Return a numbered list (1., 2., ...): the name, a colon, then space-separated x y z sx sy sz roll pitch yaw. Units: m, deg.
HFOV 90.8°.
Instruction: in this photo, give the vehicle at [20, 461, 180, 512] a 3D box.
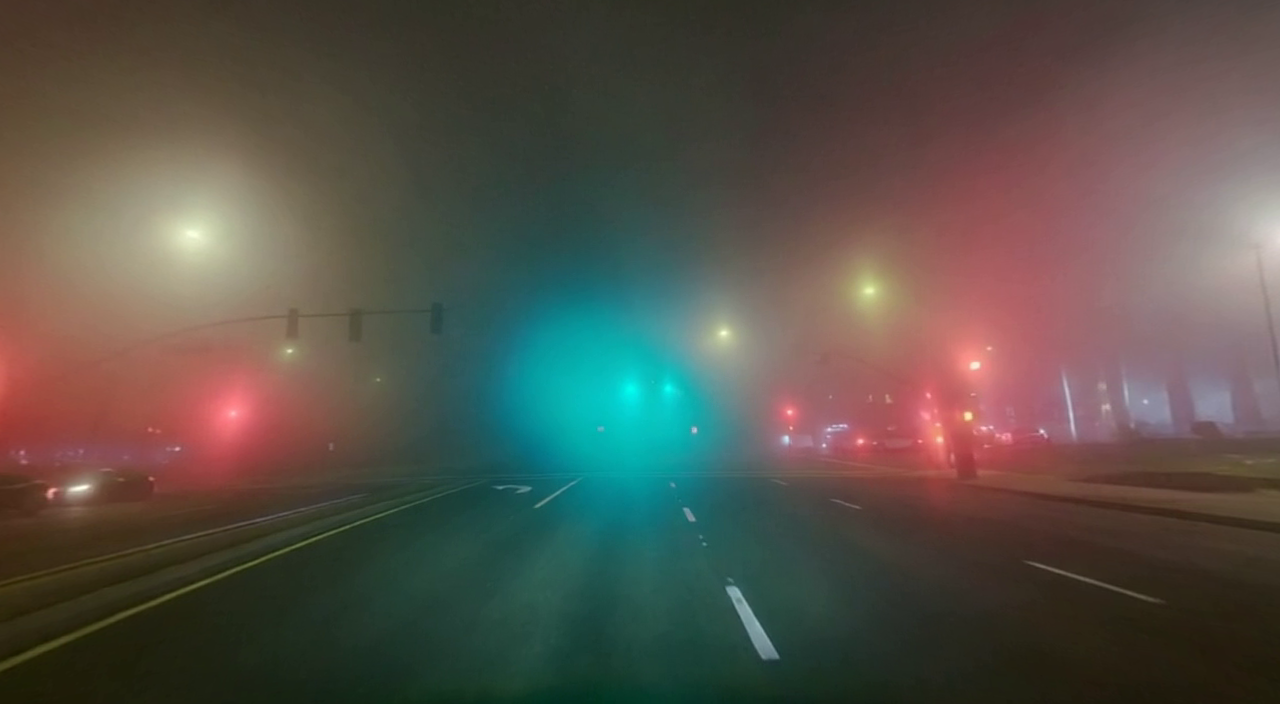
1. vehicle: -19.648 4.863 23.325 1.911 1.458 4.547 -1 -7 0
